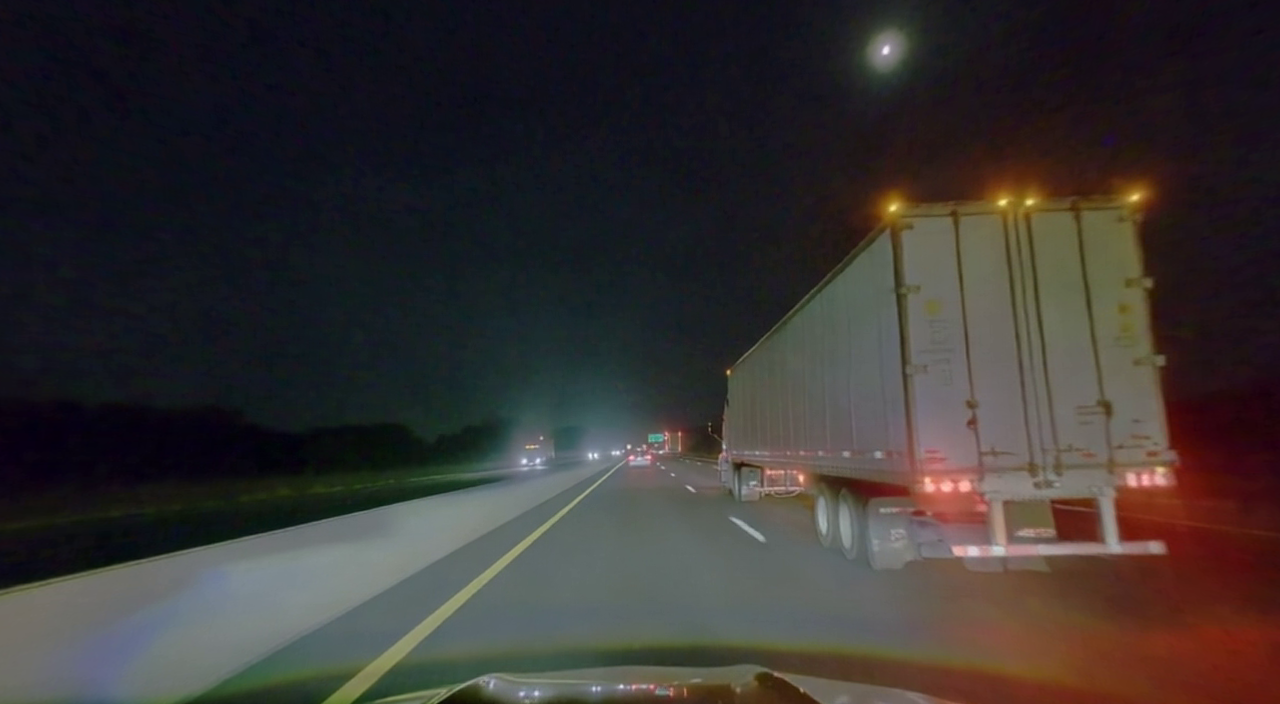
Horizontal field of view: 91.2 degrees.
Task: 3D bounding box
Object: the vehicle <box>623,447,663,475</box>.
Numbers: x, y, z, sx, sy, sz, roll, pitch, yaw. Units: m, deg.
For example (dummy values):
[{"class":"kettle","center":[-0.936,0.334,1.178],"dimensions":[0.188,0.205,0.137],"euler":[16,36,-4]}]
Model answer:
[{"class":"vehicle","center":[0.161,6.044,34.908],"dimensions":[2.083,1.473,3.923],"euler":[0,-9,0]}]
